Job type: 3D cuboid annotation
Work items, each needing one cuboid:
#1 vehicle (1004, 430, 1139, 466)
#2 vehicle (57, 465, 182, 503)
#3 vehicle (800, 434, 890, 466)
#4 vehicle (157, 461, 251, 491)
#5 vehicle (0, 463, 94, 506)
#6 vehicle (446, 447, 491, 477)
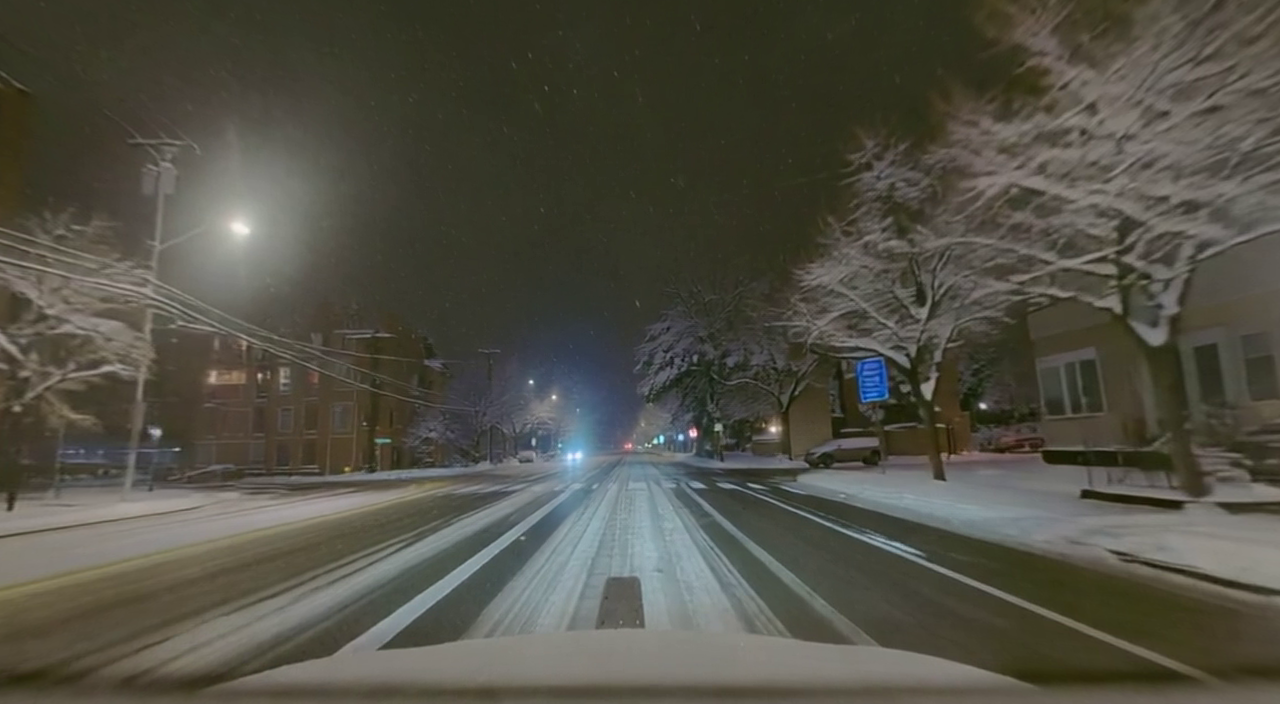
[{"bbox_3d":[18.645,4.144,27.473,4.400,1.442,1.970,0,-7,2],"label":"vehicle"},{"bbox_3d":[-22.409,5.682,27.310,3.687,1.465,1.855,0,-8,-1],"label":"vehicle"},{"bbox_3d":[11.672,5.605,36.161,4.406,1.738,2.020,0,-8,0],"label":"vehicle"},{"bbox_3d":[-25.801,7.323,37.493,4.185,1.550,1.937,-1,-6,3],"label":"vehicle"},{"bbox_3d":[-26.946,5.706,27.344,4.711,1.671,2.035,0,-8,0],"label":"vehicle"},{"bbox_3d":[-12.636,8.077,46.728,1.949,1.855,4.599,-4,-7,1],"label":"vehicle"}]
